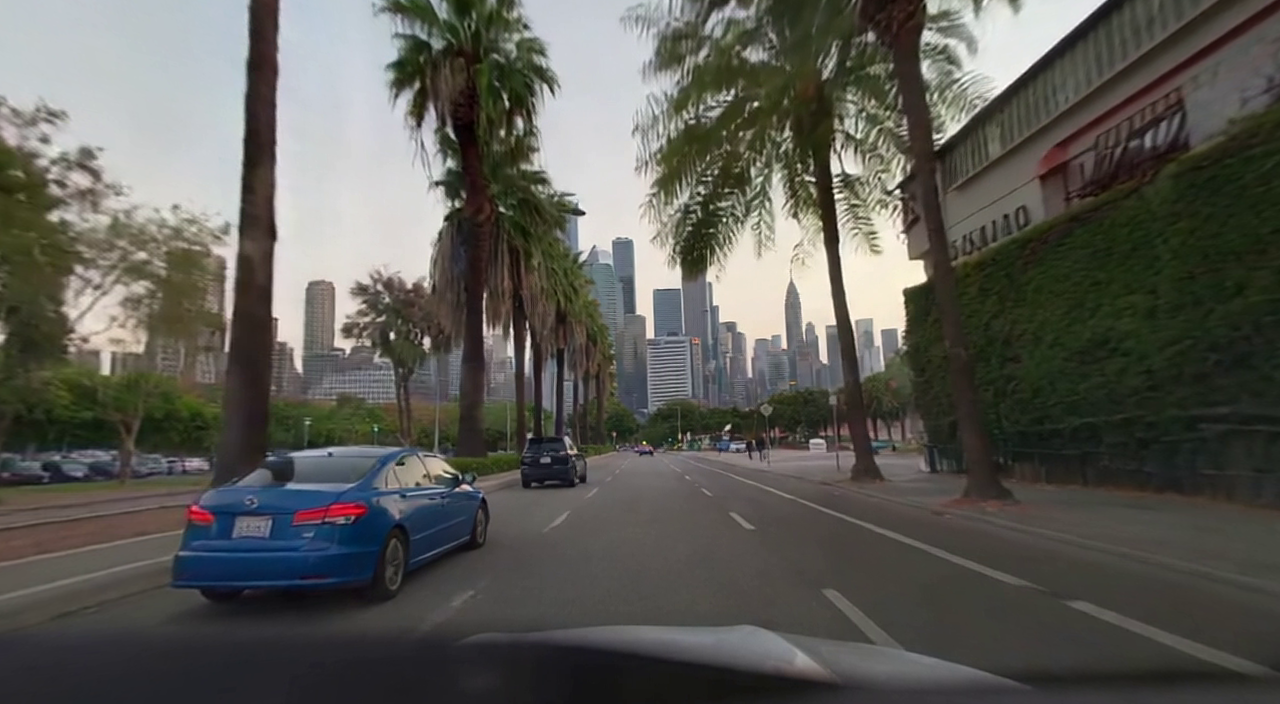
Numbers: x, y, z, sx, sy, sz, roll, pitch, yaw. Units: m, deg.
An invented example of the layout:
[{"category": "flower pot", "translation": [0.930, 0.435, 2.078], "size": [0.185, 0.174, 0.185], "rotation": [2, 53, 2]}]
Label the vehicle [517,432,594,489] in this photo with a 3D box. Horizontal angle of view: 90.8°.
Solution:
[{"category": "vehicle", "translation": [-2.702, 3.604, 21.228], "size": [1.894, 1.702, 3.999], "rotation": [0, -9, 2]}]

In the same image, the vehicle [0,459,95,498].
[{"category": "vehicle", "translation": [-29.797, 6.144, 30.969], "size": [1.914, 1.657, 4.646], "rotation": [0, -9, 0]}]

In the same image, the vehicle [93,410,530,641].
[{"category": "vehicle", "translation": [-2.624, 1.506, 6.542], "size": [2.071, 1.544, 4.383], "rotation": [0, -9, 1]}]
